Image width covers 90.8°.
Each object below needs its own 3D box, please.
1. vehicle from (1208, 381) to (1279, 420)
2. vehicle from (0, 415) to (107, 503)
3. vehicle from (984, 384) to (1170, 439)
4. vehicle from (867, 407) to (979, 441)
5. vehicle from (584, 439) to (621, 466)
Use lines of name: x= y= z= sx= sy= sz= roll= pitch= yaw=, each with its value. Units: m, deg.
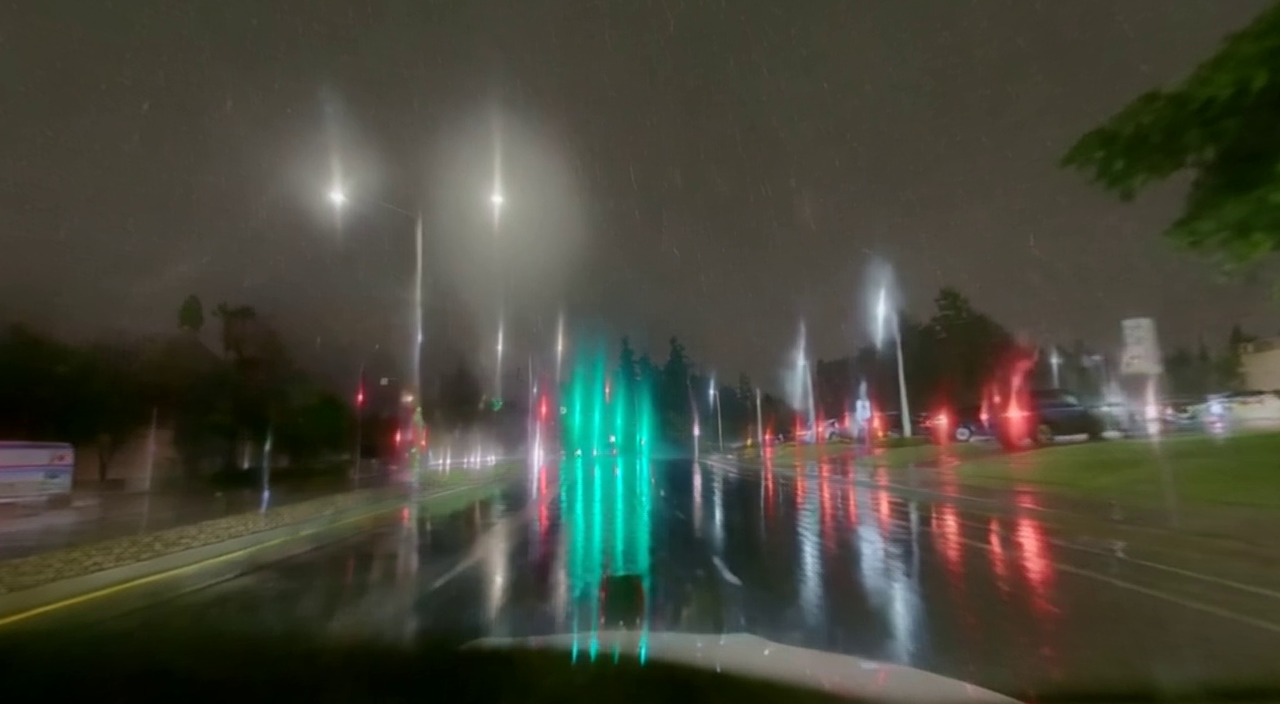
vehicle: x=29.951 y=2.307 z=29.659 sx=2.175 sy=1.626 sz=4.598 roll=0 pitch=-8 yaw=-1
vehicle: x=-29.570 y=4.920 z=29.044 sx=3.377 sy=3.796 sz=8.315 roll=-1 pitch=-8 yaw=-5
vehicle: x=14.946 y=2.091 z=21.816 sx=4.851 sy=1.737 sz=2.189 roll=0 pitch=-8 yaw=-5
vehicle: x=14.401 y=3.706 z=32.334 sx=4.742 sy=1.602 sz=1.999 roll=0 pitch=-8 yaw=-4
vehicle: x=-2.506 y=6.497 z=41.136 sx=2.197 sy=1.642 sz=4.312 roll=1 pitch=-8 yaw=-6
